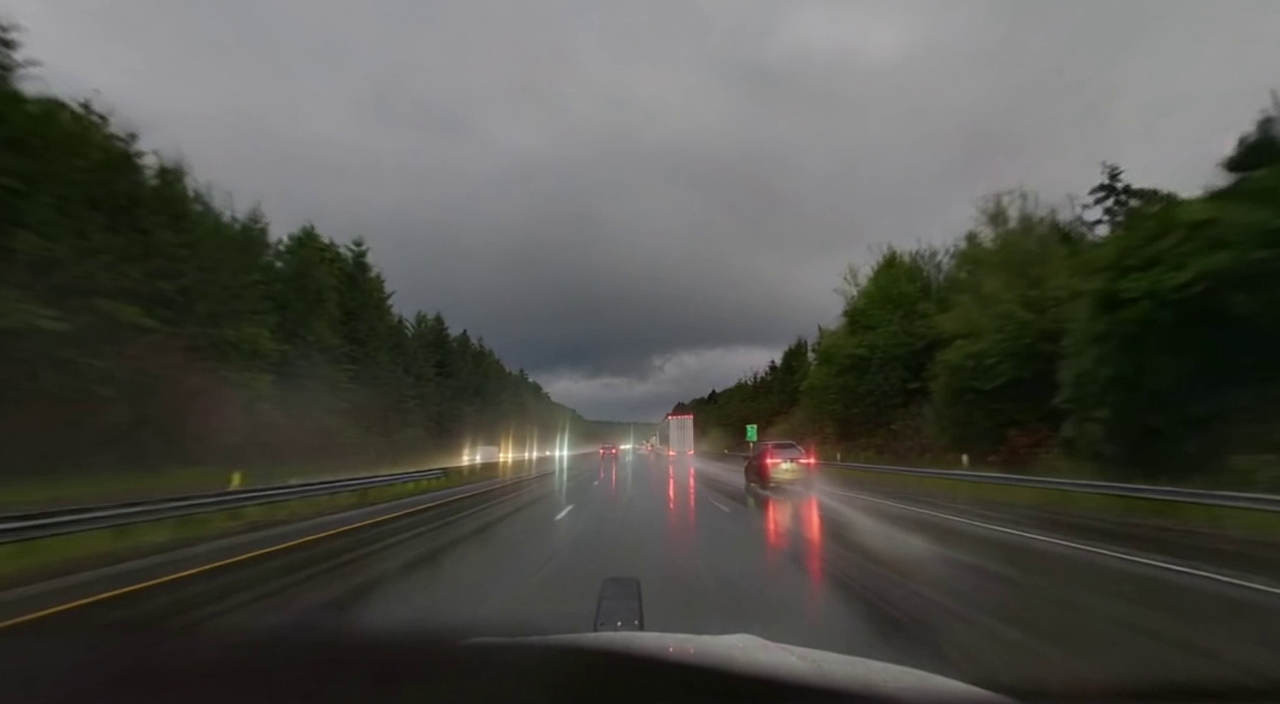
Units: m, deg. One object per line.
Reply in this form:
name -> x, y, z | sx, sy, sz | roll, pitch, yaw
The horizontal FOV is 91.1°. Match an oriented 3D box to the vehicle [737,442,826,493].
vehicle -> 4.529, 3.739, 20.670 | 1.910, 1.474, 3.776 | 0, -9, -2
